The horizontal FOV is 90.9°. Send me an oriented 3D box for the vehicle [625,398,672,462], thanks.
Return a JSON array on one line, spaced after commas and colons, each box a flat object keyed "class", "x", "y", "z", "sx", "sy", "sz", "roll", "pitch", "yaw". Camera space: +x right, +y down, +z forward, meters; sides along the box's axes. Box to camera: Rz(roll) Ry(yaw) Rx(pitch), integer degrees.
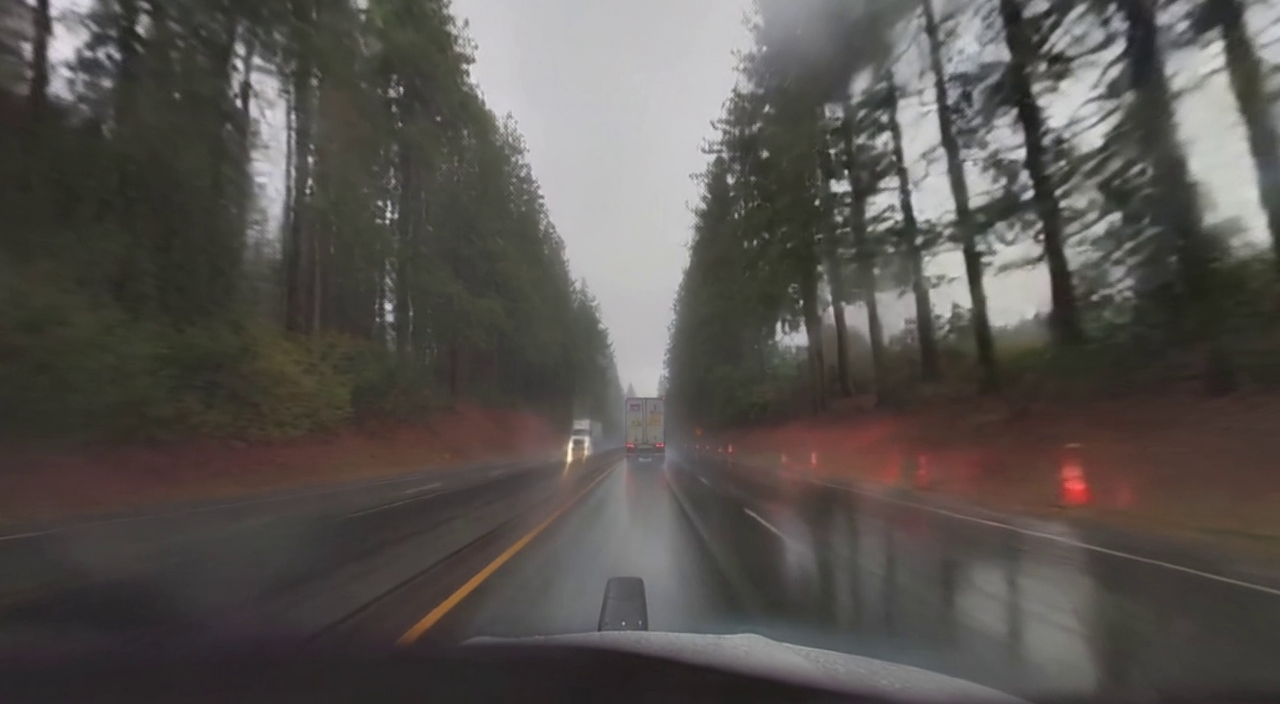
[{"class": "vehicle", "x": 0.414, "y": 5.747, "z": 45.604, "sx": 2.935, "sy": 4.068, "sz": 11.036, "roll": 0, "pitch": -8, "yaw": -2}]
